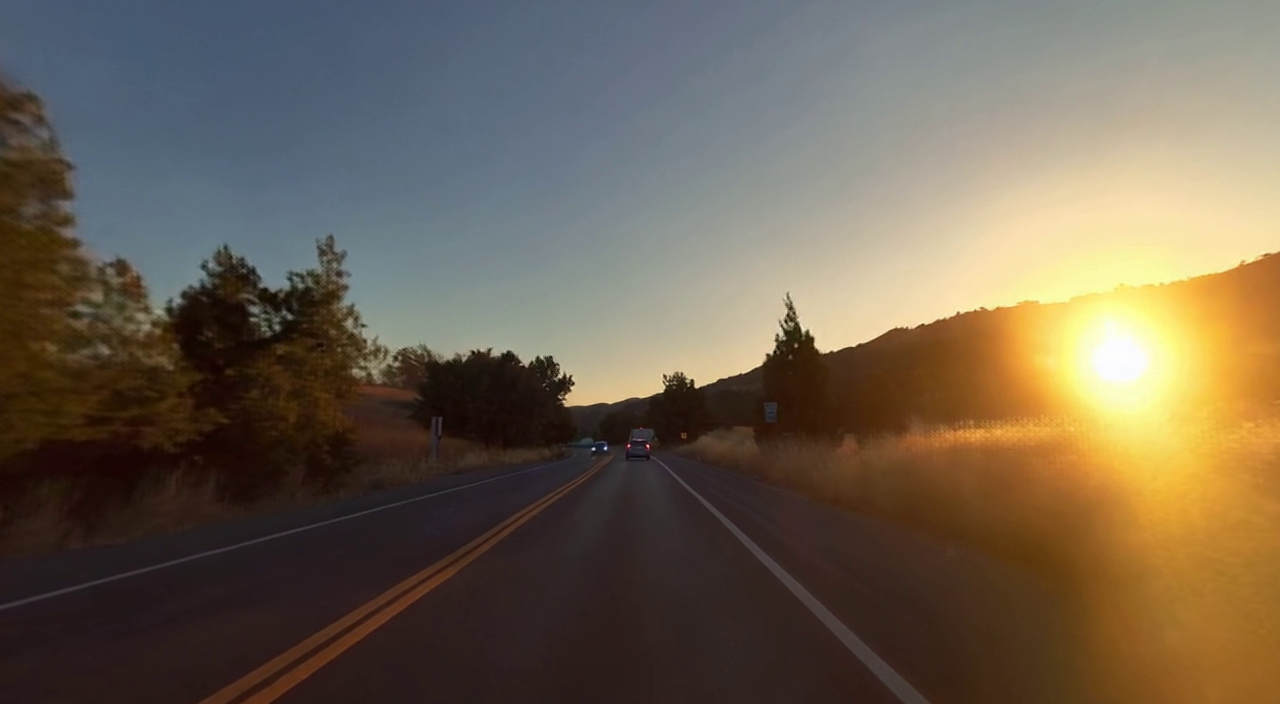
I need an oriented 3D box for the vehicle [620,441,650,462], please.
[{"bbox_3d":[-0.370,7.352,46.876,2.186,1.486,3.861,0,-9,-1],"label":"vehicle"}]
